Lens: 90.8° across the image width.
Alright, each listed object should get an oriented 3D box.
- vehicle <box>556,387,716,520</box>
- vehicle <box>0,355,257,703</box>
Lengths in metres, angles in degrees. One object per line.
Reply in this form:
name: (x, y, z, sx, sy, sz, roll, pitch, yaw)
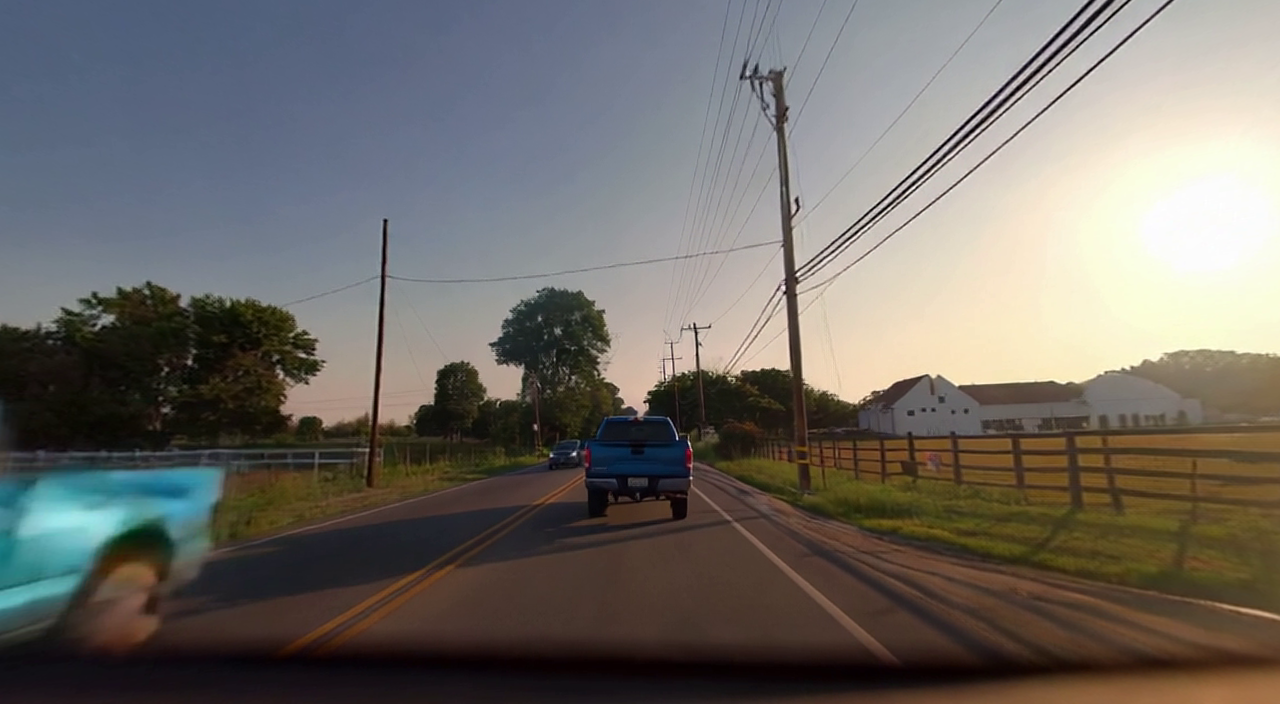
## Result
vehicle: (-0.110, 2.150, 13.714, 2.693, 2.223, 5.885, 0, -8, -1)
vehicle: (-4.383, 0.882, 2.949, 2.077, 1.805, 4.891, 0, -8, 0)
